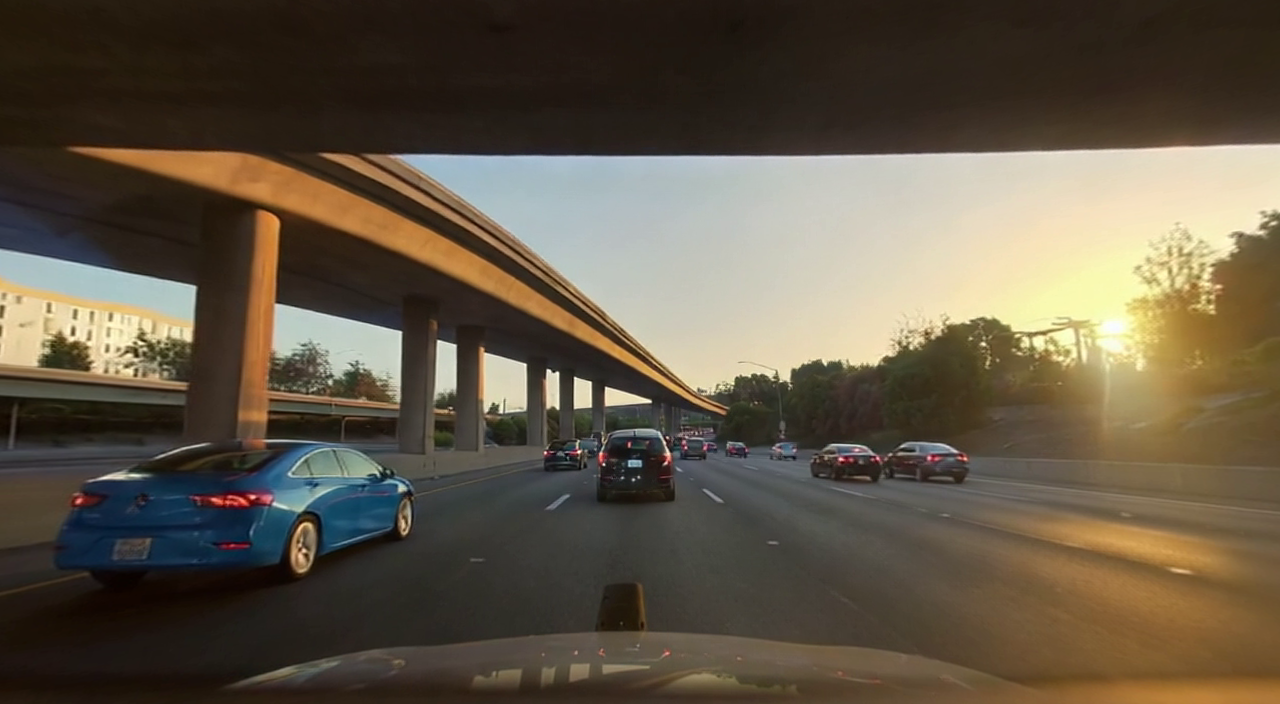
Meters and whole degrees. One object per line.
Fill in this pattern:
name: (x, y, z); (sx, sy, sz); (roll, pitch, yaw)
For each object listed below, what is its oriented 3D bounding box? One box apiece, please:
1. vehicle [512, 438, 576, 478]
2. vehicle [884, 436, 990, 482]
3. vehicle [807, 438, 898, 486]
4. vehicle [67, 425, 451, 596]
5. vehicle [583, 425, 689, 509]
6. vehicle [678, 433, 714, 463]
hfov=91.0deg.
vehicle: (-3.931, 4.423, 26.439); (1.947, 1.516, 4.295); (0, -9, 1)
vehicle: (11.488, 4.158, 24.728); (1.992, 1.625, 4.359); (0, -9, 0)
vehicle: (7.289, 3.799, 21.982); (1.880, 1.526, 3.641); (0, -9, 0)
vehicle: (-4.049, 1.738, 7.837); (1.974, 1.478, 4.412); (0, -9, 0)
vehicle: (-0.078, 2.678, 15.040); (2.181, 1.697, 4.021); (0, -9, 0)
vehicle: (3.761, 6.573, 43.062); (2.069, 1.876, 4.447); (0, -9, 0)
